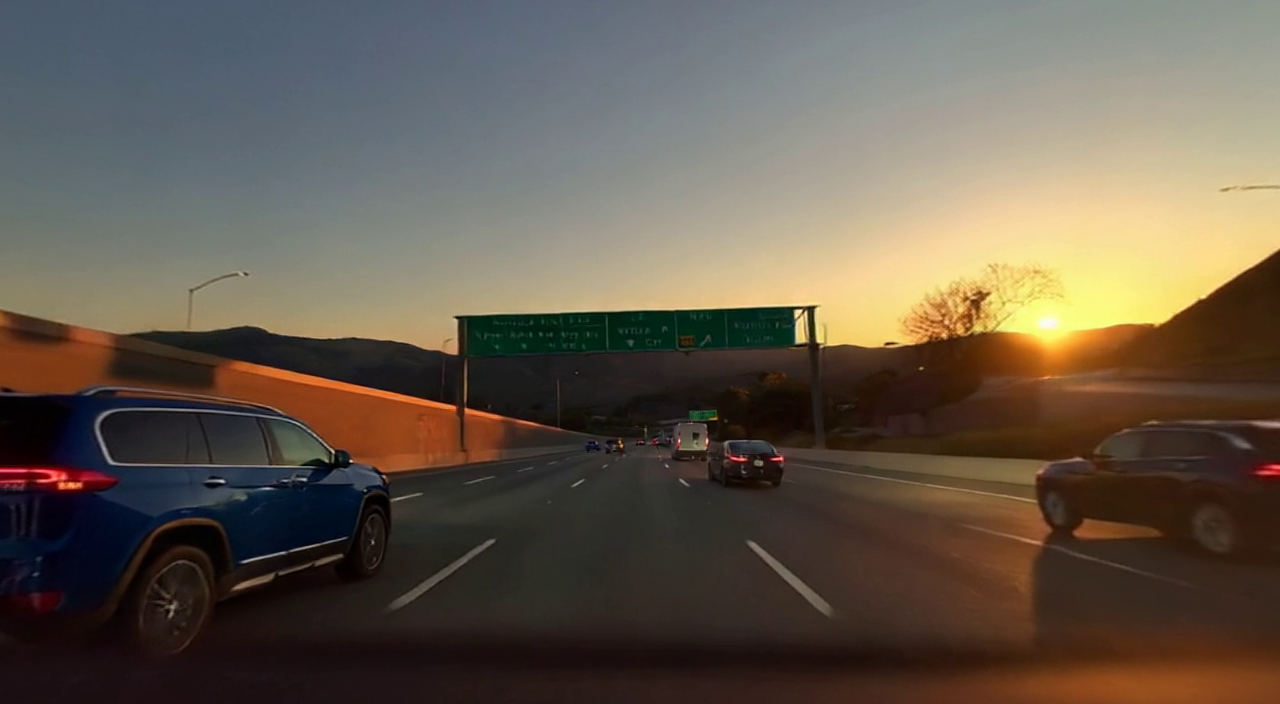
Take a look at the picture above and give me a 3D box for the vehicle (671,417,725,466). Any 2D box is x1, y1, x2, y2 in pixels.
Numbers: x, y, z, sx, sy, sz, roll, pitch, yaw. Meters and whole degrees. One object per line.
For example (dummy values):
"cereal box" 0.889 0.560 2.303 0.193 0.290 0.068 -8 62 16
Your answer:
"vehicle" 3.429 5.510 38.911 2.629 2.718 6.740 0 -8 0

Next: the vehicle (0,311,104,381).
"vehicle" -18.462 -0.232 17.858 2.044 1.573 4.964 -1 -8 3

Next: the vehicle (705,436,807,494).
"vehicle" 3.360 3.391 19.439 2.108 1.509 5.059 0 -8 -1

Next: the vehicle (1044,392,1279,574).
"vehicle" 7.162 1.382 6.934 2.184 1.712 4.856 0 -8 -1

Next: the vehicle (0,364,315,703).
"vehicle" -4.130 1.010 3.888 2.000 1.646 4.201 0 -8 0
